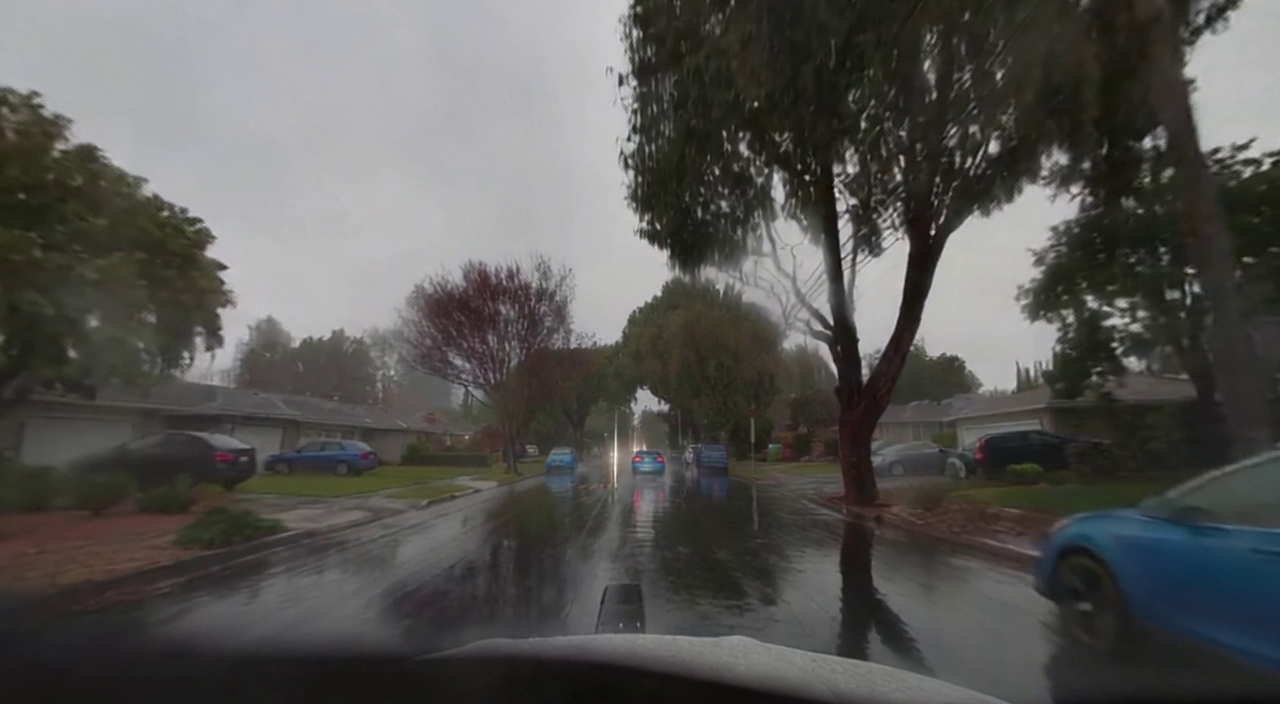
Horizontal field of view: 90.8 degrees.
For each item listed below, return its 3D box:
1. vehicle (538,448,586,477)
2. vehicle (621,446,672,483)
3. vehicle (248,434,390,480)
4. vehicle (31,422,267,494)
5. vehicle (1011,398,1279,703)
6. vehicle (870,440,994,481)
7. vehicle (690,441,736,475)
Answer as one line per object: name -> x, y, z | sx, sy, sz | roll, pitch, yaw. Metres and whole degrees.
vehicle -> -4.536, 6.504, 37.514 | 1.984, 1.498, 4.508 | -3, -8, 3
vehicle -> 0.308, 4.802, 27.204 | 2.000, 1.449, 4.006 | 0, -9, 1
vehicle -> -12.582, 4.125, 24.970 | 4.551, 1.700, 1.920 | 0, -9, 3
vehicle -> -12.672, 2.756, 16.557 | 4.510, 1.728, 1.997 | 0, -9, 2
vehicle -> 3.954, 1.003, 2.530 | 2.048, 1.671, 4.649 | 0, -9, -1
vehicle -> 12.109, 4.521, 26.363 | 4.157, 1.520, 1.938 | -1, -9, -1
vehicle -> 4.414, 6.523, 39.161 | 2.221, 1.960, 4.927 | 0, -9, -1
